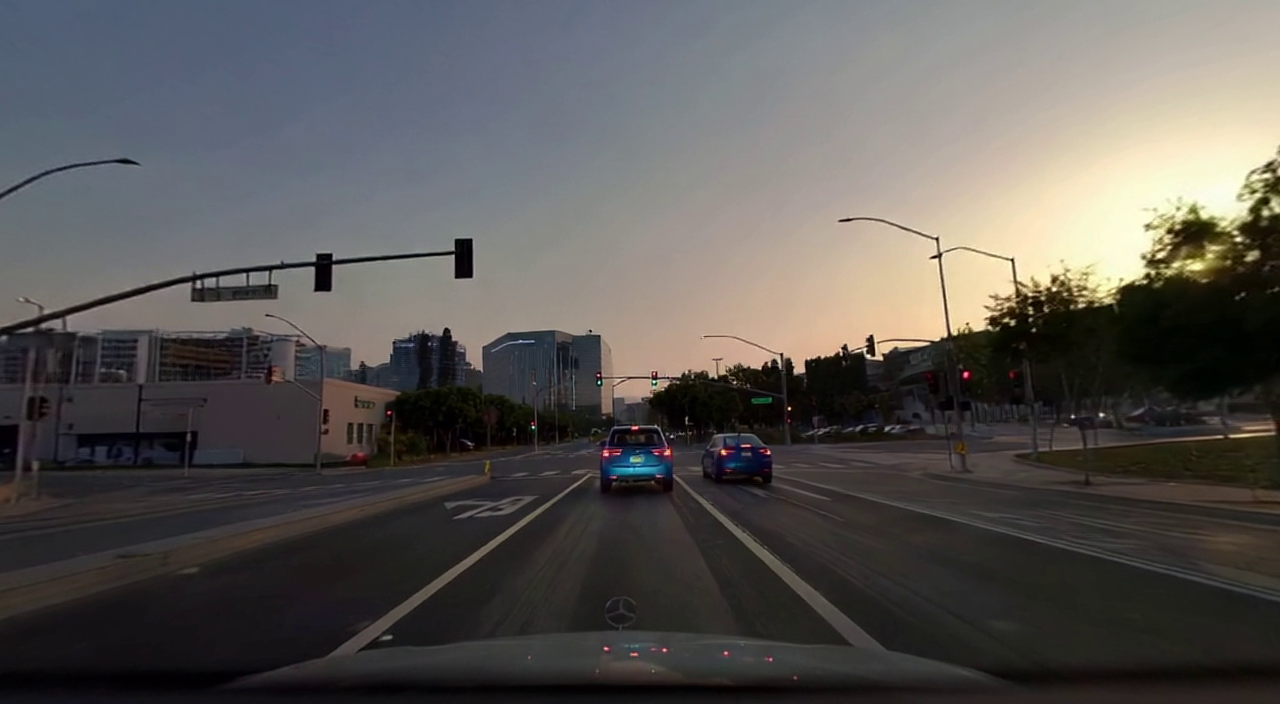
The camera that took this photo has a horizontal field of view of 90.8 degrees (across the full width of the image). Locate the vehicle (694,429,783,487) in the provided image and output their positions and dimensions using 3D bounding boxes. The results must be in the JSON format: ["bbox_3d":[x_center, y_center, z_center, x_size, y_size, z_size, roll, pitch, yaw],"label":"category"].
[{"bbox_3d":[3.155,3.509,21.192,2.107,1.736,4.228,0,-8,-3],"label":"vehicle"}]

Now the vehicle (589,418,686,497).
[{"bbox_3d":[-0.156,2.968,18.144,2.413,1.939,4.716,0,-8,-2],"label":"vehicle"}]
